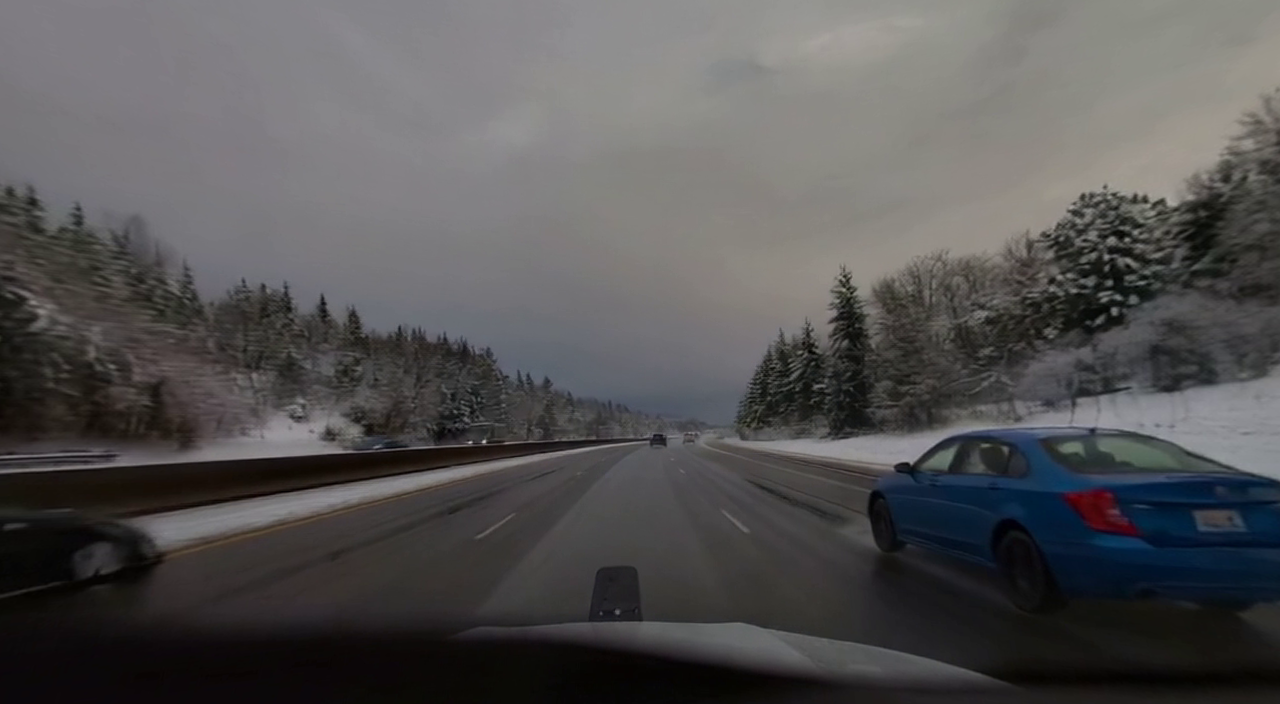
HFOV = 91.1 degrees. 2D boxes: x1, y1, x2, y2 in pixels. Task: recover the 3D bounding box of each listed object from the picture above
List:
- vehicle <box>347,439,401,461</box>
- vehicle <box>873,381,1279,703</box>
[{"bbox_3d":[-19.162,7.070,45.490,1.829,1.478,4.408,0,-8,3],"label":"vehicle"},{"bbox_3d":[3.564,1.123,4.591,1.982,1.452,4.294,0,-8,-2],"label":"vehicle"}]
